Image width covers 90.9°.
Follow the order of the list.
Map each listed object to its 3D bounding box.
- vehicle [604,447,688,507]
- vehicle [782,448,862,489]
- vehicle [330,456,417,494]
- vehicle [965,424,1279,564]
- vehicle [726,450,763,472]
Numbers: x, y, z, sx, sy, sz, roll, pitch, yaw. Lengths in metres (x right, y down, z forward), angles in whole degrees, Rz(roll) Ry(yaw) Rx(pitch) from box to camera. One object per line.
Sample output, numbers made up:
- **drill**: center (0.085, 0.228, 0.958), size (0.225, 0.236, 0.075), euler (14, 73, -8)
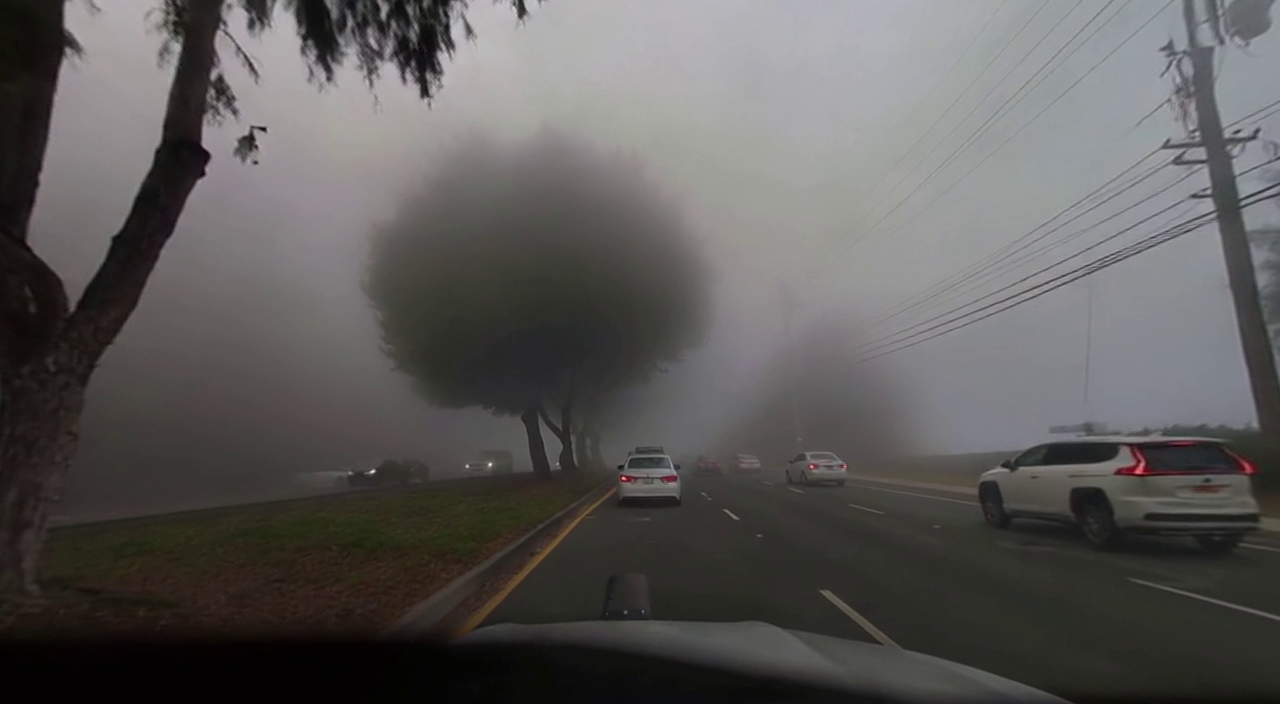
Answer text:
- **vehicle**: center (0.157, 3.435, 17.823), size (2.108, 1.479, 3.935), euler (0, -8, 0)
- **vehicle**: center (7.274, 4.654, 25.674), size (1.850, 1.480, 4.474), euler (0, -8, -1)
- **vehicle**: center (-12.097, 5.591, 29.026), size (1.942, 1.481, 4.621), euler (0, -8, 0)
- **vehicle**: center (7.292, 2.028, 9.837), size (1.983, 1.649, 4.557), euler (0, -8, 0)
- **vehicle**: center (7.753, 8.136, 47.290), size (1.899, 1.458, 4.499), euler (0, -8, -1)
